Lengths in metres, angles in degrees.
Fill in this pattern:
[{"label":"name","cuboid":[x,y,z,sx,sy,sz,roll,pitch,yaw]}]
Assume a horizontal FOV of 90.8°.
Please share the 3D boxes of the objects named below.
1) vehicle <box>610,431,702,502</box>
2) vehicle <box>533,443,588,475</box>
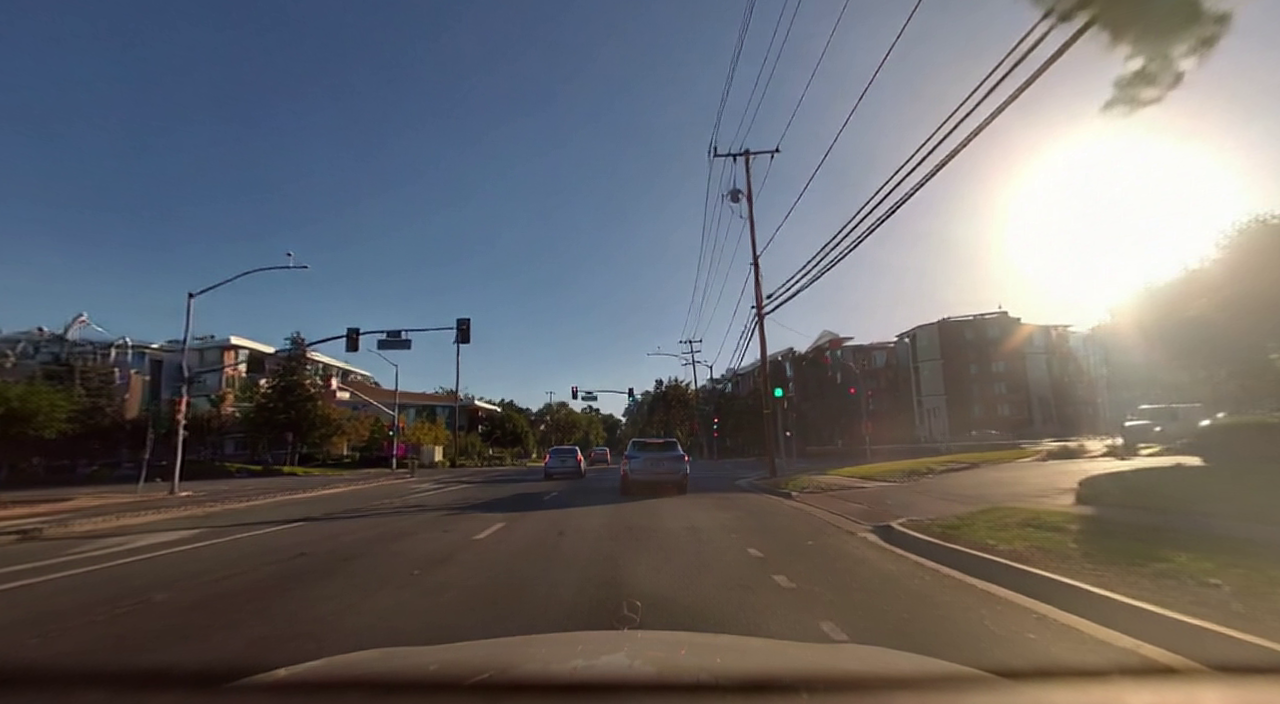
[{"label":"vehicle","cuboid":[0.370,2.974,16.810,2.156,1.636,3.923,0,-9,0]},{"label":"vehicle","cuboid":[-3.871,5.287,31.536,2.153,1.474,4.284,0,-9,1]}]
